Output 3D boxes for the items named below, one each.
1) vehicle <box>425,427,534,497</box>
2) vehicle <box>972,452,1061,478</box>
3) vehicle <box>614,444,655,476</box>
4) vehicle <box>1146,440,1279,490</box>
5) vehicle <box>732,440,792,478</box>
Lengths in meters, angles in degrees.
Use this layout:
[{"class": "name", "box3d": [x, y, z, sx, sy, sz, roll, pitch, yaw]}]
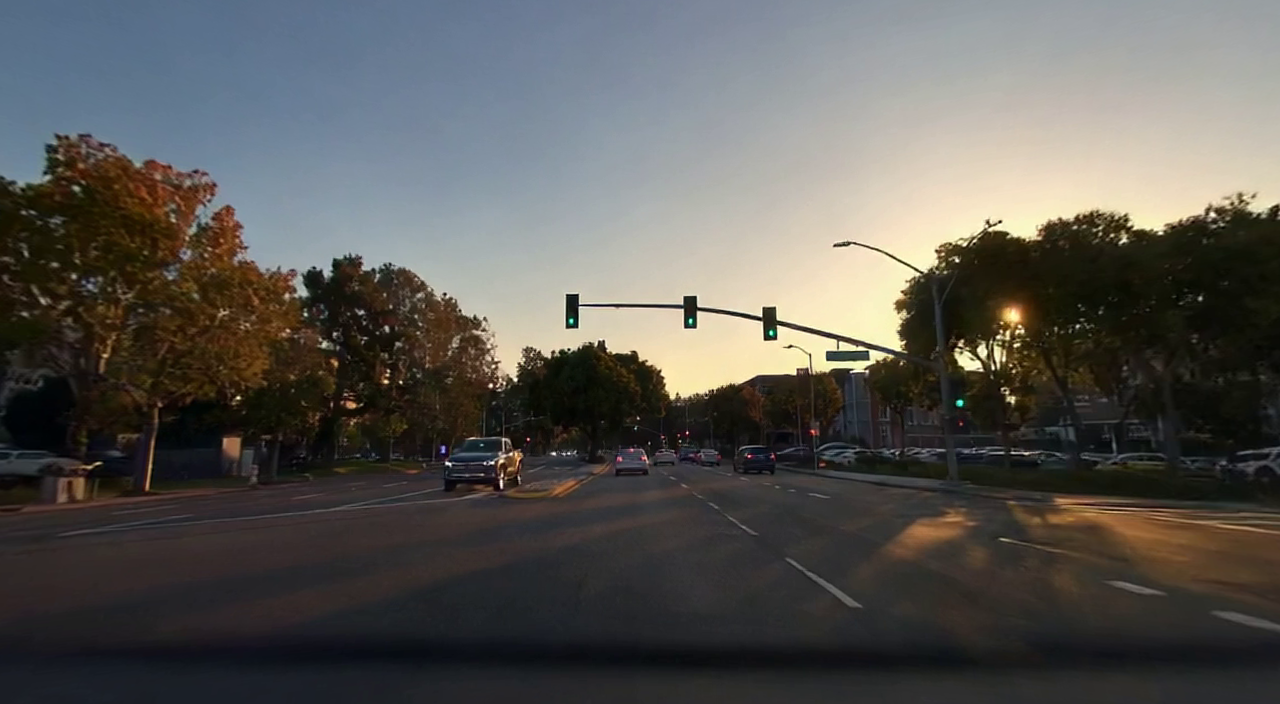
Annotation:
[{"class": "vehicle", "box3d": [-5.232, 3.736, 21.623, 2.145, 2.041, 6.064, 0, -9, 0]}, {"class": "vehicle", "box3d": [26.171, 7.855, 44.028, 4.843, 1.628, 2.063, -1, -9, -3]}, {"class": "vehicle", "box3d": [-0.362, 5.952, 35.153, 2.101, 1.641, 4.341, 0, -9, -2]}, {"class": "vehicle", "box3d": [27.608, 5.246, 29.596, 5.935, 2.122, 2.004, -1, -10, -2]}, {"class": "vehicle", "box3d": [6.621, 5.875, 34.930, 2.052, 1.886, 5.297, 0, -9, -2]}]
